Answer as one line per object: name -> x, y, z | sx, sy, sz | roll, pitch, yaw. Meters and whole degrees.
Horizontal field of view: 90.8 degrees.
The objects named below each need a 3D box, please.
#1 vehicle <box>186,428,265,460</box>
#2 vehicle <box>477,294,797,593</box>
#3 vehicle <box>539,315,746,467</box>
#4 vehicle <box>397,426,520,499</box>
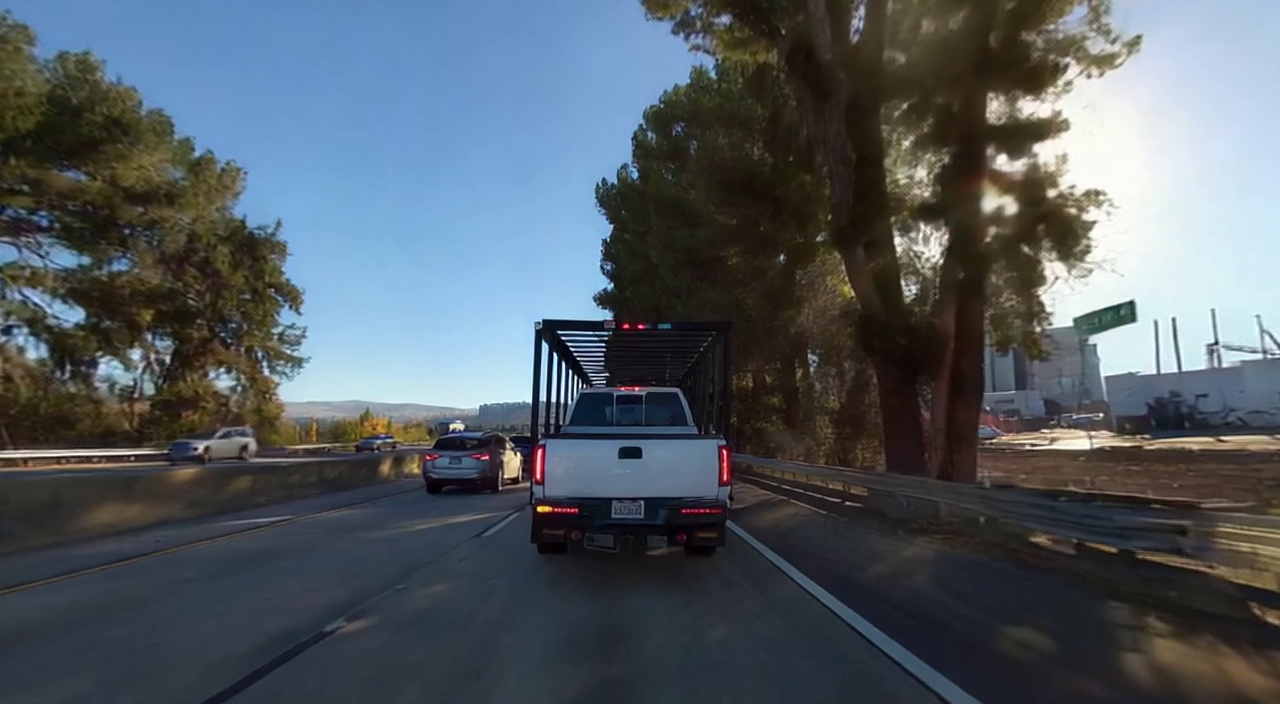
vehicle -> -26.964, 6.020, 41.337 | 2.038, 1.918, 4.771 | 0, -9, -2
vehicle -> -0.188, 1.540, 10.744 | 2.735, 2.597, 10.435 | 0, -9, -2
vehicle -> -0.056, 0.749, 9.016 | 2.156, 1.604, 4.680 | 0, -9, -2
vehicle -> -4.641, 2.908, 16.938 | 2.057, 1.665, 4.572 | 0, -9, -2
